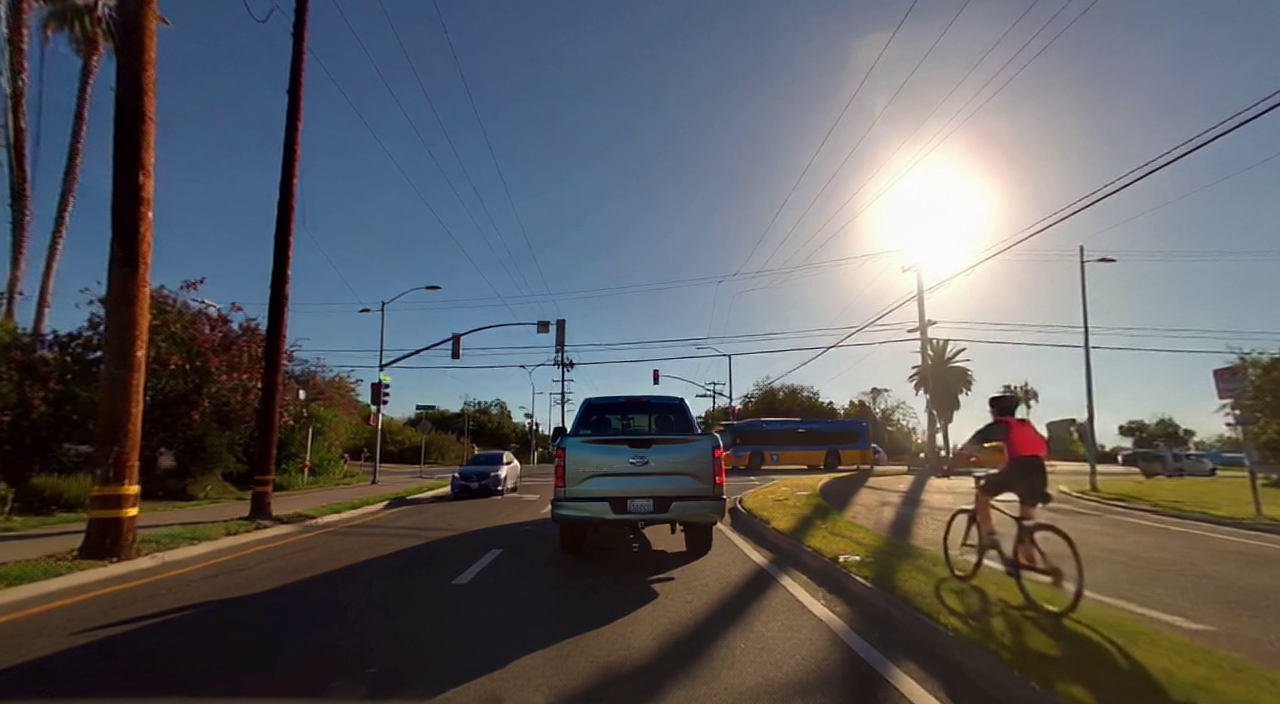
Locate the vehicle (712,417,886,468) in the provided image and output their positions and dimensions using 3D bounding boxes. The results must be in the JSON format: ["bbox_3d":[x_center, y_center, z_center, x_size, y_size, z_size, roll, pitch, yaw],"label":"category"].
[{"bbox_3d":[10.364,6.049,42.129,10.726,3.128,3.003,-1,-8,0],"label":"vehicle"}]

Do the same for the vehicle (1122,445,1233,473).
[{"bbox_3d":[34.966,6.964,41.186,5.426,1.728,1.999,0,-8,-2],"label":"vehicle"}]

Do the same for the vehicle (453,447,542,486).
[{"bbox_3d":[-6.257,5.073,28.305,1.935,1.490,4.578,-4,-8,16],"label":"vehicle"}]

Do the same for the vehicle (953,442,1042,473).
[{"bbox_3d":[25.179,7.426,44.595,5.077,2.008,1.991,2,-9,-3],"label":"vehicle"}]

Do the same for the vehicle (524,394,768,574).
[{"bbox_3d":[-0.001,1.868,9.864,2.707,1.964,5.485,0,-8,-1],"label":"vehicle"}]
